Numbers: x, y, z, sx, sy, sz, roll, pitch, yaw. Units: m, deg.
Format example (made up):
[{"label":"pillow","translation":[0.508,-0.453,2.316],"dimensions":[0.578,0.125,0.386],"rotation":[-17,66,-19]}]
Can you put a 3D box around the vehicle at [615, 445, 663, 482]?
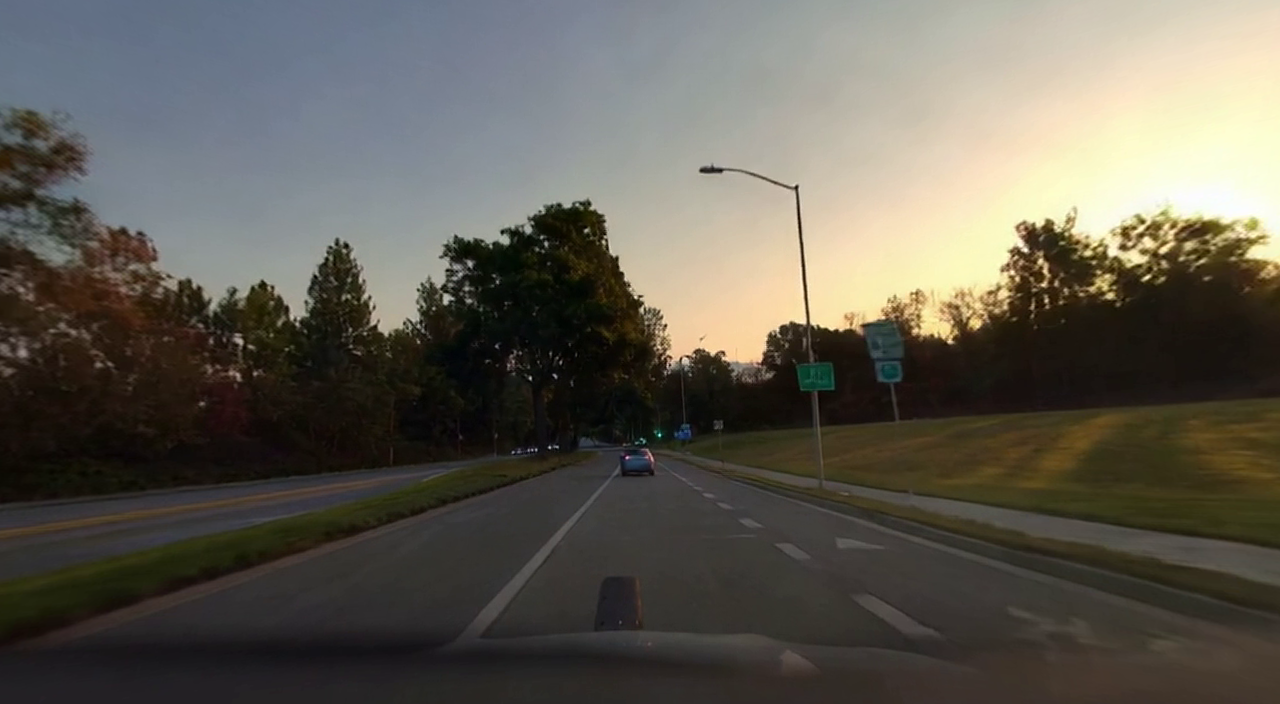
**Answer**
[{"label":"vehicle","translation":[-0.056,4.812,27.345],"dimensions":[1.954,1.469,3.465],"rotation":[0,-9,-1]}]
